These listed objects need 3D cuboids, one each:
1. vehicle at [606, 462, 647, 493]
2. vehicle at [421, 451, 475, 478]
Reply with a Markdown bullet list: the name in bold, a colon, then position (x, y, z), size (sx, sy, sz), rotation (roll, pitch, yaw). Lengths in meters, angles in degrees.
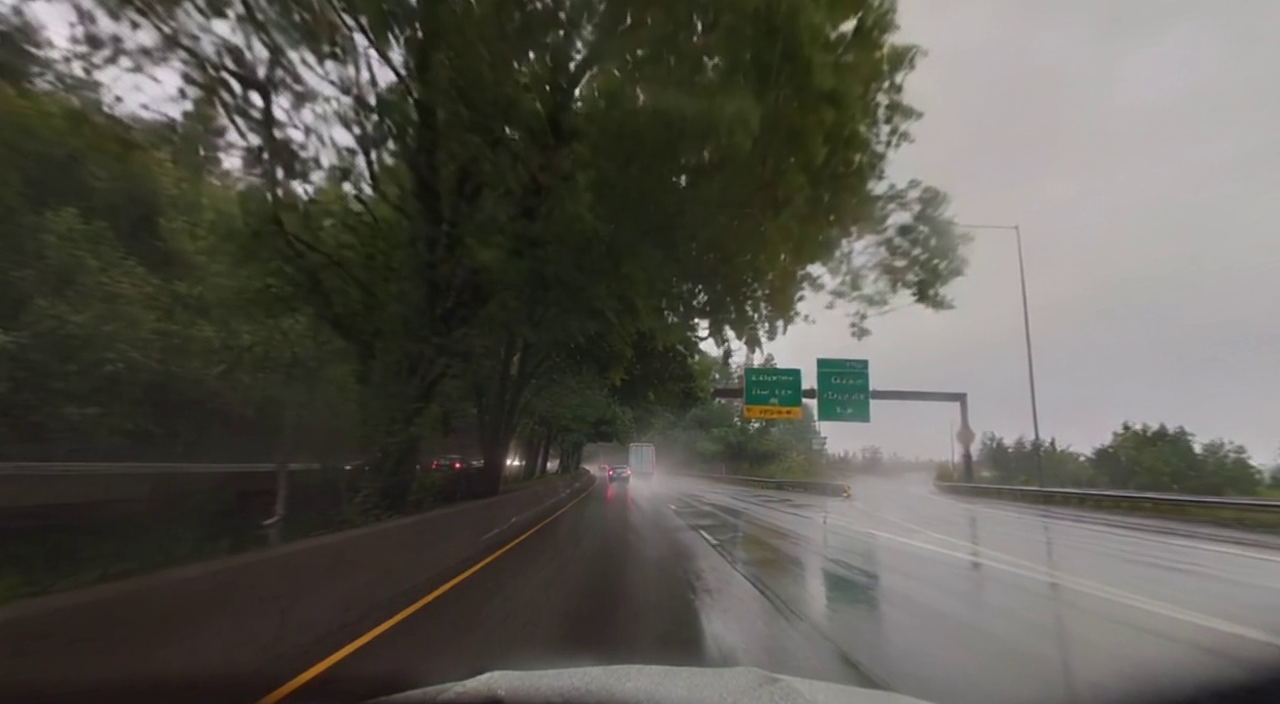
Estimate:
- **vehicle**: position (-0.712, 6.519, 32.961), size (1.987, 1.467, 3.903), rotation (1, -10, -2)
- **vehicle**: position (-12.157, 7.187, 40.162), size (1.952, 1.618, 4.859), rotation (1, -10, -1)
